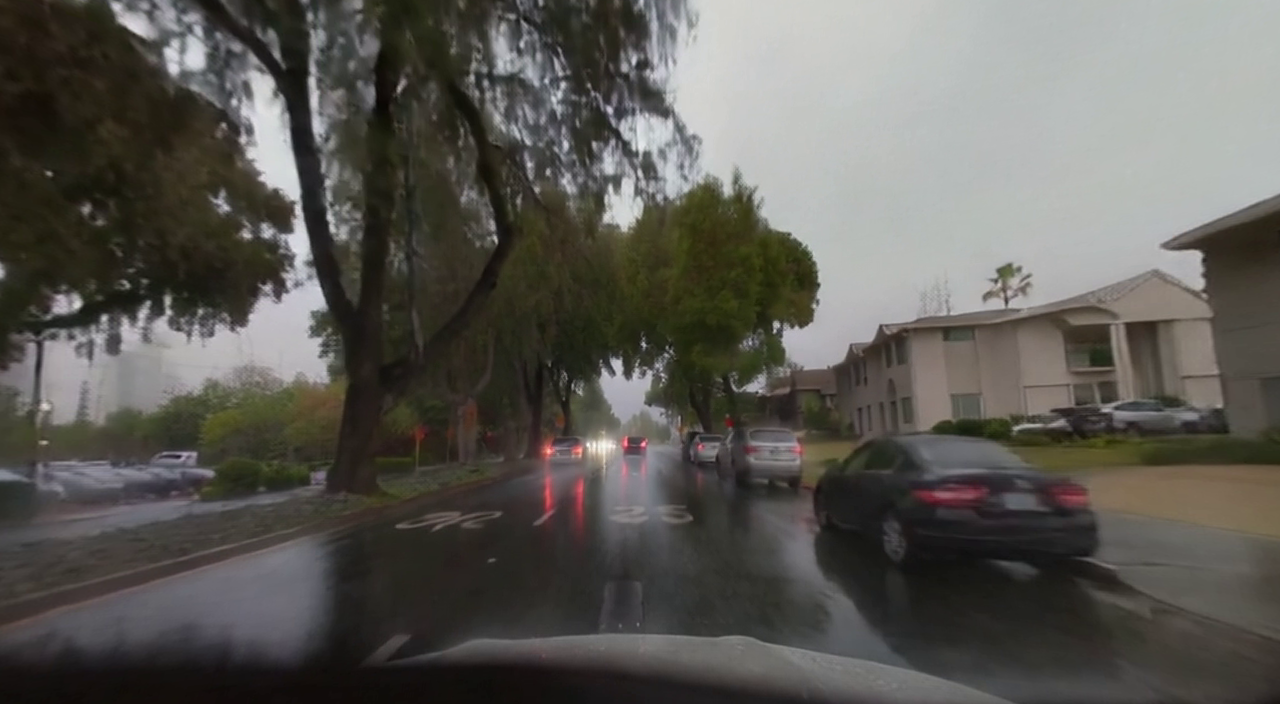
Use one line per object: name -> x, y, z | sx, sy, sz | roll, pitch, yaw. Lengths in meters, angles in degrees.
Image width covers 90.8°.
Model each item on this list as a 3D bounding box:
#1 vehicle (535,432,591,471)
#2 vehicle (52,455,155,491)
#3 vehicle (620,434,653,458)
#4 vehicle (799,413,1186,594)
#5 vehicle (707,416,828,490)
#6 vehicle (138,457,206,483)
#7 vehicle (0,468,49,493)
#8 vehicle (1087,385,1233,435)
vehicle -> -3.663, 4.793, 30.787 | 2.129, 1.668, 4.722 | -2, -8, 0
vehicle -> -41.311, 9.284, 48.902 | 2.306, 2.086, 6.132 | -3, -6, 5
vehicle -> -0.235, 6.491, 43.807 | 2.142, 1.548, 4.273 | -2, -8, 0
vehicle -> 3.674, 1.630, 7.920 | 2.019, 1.495, 4.755 | -2, -8, -1
vehicle -> 3.609, 2.981, 19.077 | 2.273, 1.860, 5.077 | -1, -8, -3
vehicle -> -36.508, 9.193, 49.418 | 1.890, 1.711, 4.456 | -2, -8, 1
vehicle -> -48.962, 10.008, 49.141 | 1.860, 1.676, 4.164 | -1, -8, 3
vehicle -> 19.301, 2.258, 23.762 | 1.938, 1.668, 4.286 | -2, -8, 3
